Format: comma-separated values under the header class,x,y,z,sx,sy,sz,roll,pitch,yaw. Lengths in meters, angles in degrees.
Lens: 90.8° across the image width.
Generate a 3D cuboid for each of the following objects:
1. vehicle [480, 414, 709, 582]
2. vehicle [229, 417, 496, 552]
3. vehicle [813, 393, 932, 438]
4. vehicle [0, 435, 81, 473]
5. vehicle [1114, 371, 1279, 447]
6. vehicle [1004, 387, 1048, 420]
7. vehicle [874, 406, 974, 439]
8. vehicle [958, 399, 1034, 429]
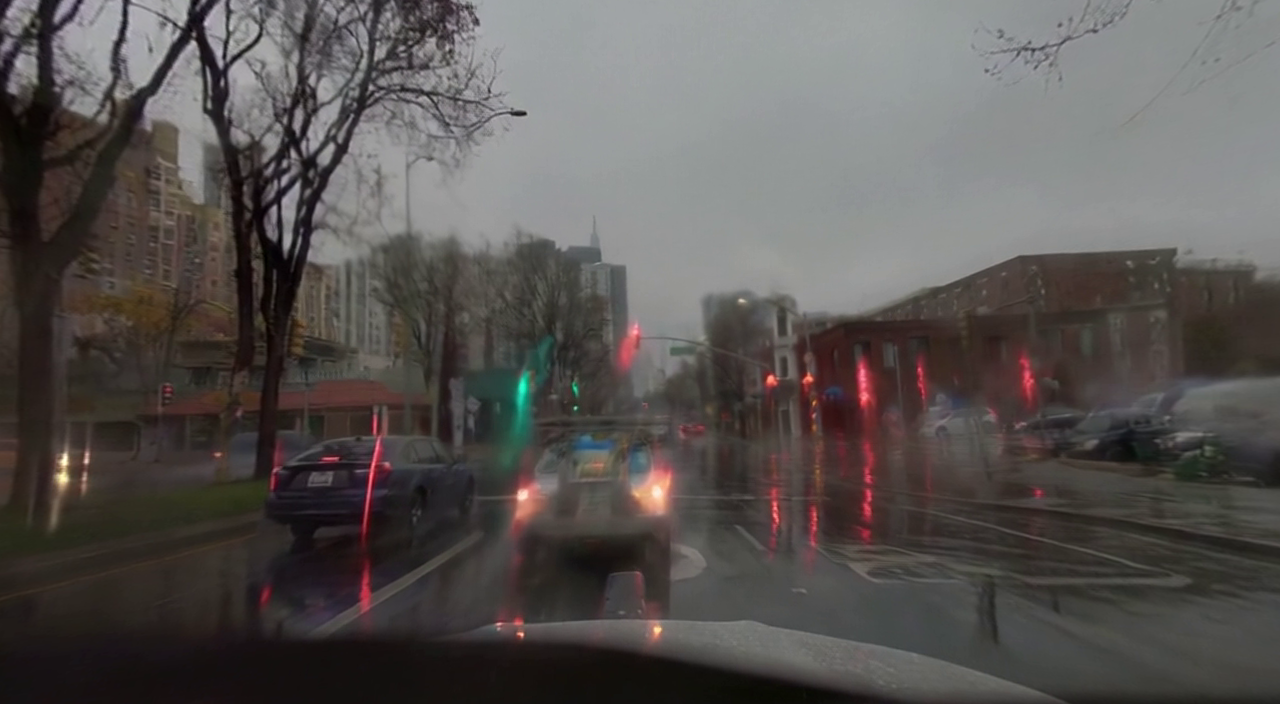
class,x,y,z,sx,sy,sz,roll,pitch,yaw
vehicle,-0.428,1.622,7.790,2.082,1.520,3.896,0,-8,0
vehicle,-3.696,1.852,9.519,1.934,1.522,4.464,0,-8,1
vehicle,13.784,3.849,37.493,6.541,2.480,2.259,3,-9,-19
vehicle,-32.418,5.328,33.033,4.280,1.857,2.136,0,-8,1
vehicle,21.692,2.220,23.985,5.756,2.653,2.403,1,-9,-11
vehicle,27.041,3.661,44.156,2.152,1.993,5.078,-6,-10,34
vehicle,15.112,3.800,33.625,4.775,1.604,1.915,3,-9,-20
vehicle,21.161,3.740,37.482,5.017,1.542,2.055,7,-11,-38
